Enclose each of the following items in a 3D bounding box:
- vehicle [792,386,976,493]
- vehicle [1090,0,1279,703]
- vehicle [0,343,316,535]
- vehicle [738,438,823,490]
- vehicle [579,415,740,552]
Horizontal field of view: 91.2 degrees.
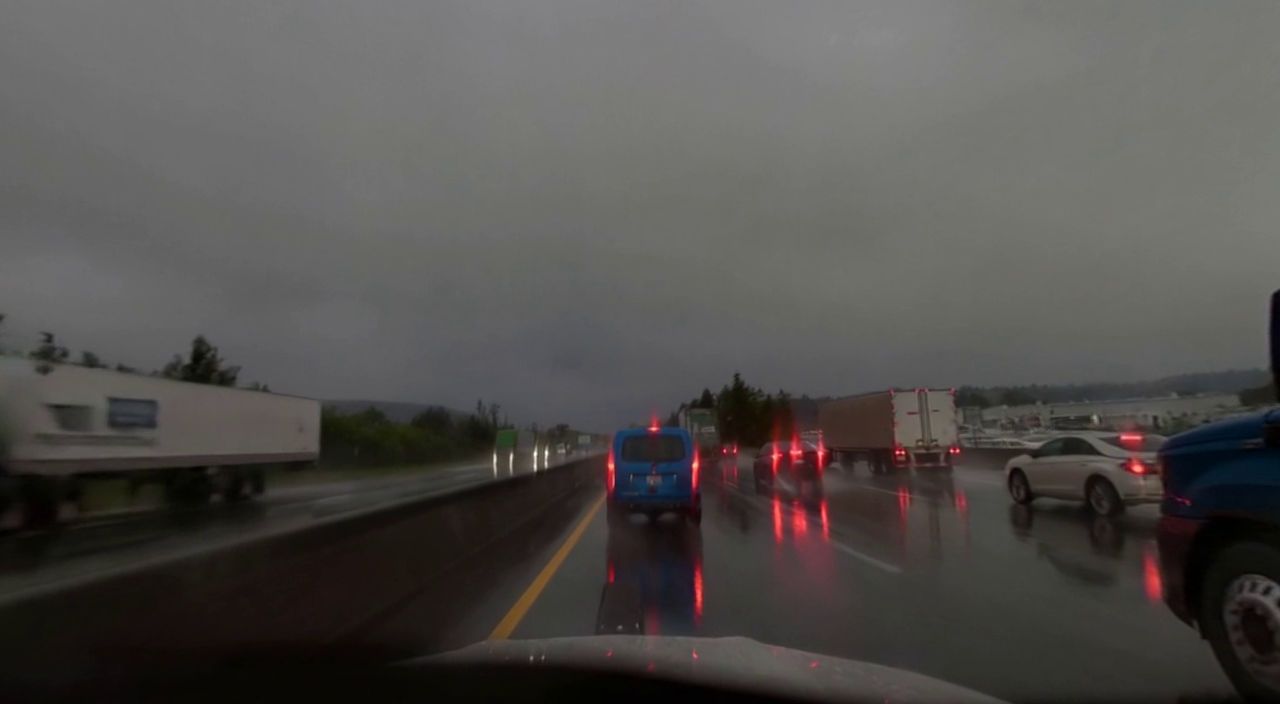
[{"bbox_3d":[8.591,3.415,24.072,2.799,3.188,10.578,0,-9,0],"label":"vehicle"},{"bbox_3d":[4.266,-0.311,0.662,2.987,3.877,5.881,0,-9,0],"label":"vehicle"},{"bbox_3d":[-15.751,2.752,19.202,2.915,4.264,16.308,0,-9,0],"label":"vehicle"},{"bbox_3d":[4.477,3.615,20.533,1.859,1.512,3.711,0,-9,0],"label":"vehicle"},{"bbox_3d":[0.284,1.881,9.459,1.965,1.664,3.428,-1,-9,2],"label":"vehicle"}]
